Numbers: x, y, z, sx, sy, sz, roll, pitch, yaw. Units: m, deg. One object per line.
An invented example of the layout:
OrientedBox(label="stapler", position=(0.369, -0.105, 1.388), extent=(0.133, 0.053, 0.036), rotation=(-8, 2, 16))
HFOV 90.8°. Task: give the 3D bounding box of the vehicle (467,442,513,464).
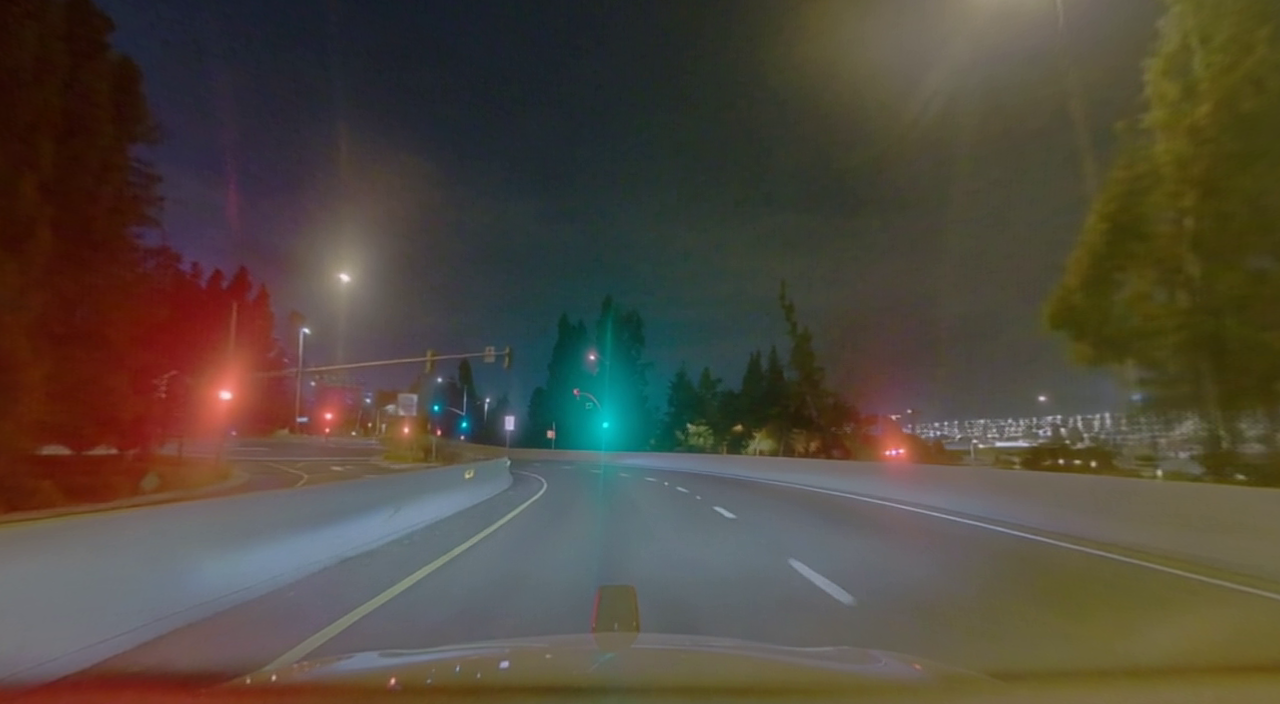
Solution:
OrientedBox(label="vehicle", position=(-11.010, 7.379, 46.197), extent=(2.163, 1.537, 4.368), rotation=(5, -10, -28))
